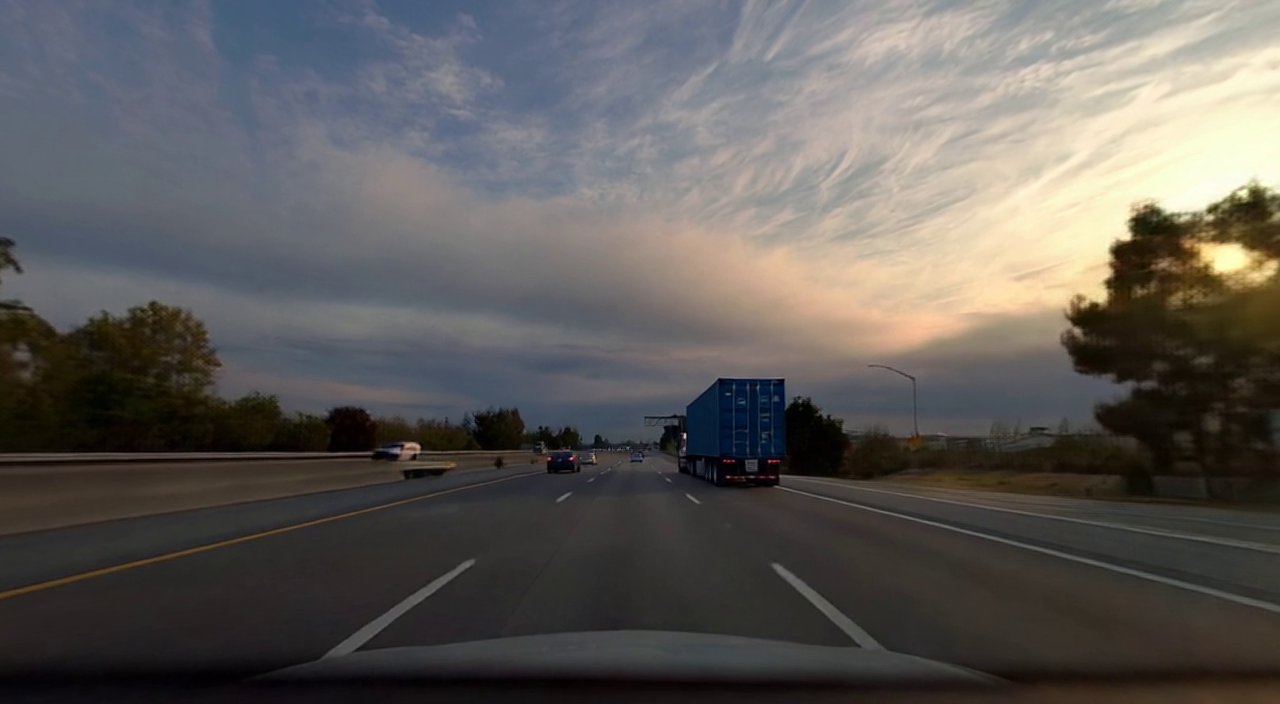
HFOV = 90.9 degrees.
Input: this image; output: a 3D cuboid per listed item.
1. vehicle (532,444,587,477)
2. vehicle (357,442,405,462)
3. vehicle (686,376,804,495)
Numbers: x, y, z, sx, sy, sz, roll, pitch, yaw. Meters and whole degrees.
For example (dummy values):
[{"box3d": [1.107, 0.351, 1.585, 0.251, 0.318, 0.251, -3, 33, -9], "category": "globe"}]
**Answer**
[{"box3d": [-4.330, 5.941, 34.808, 2.370, 1.647, 5.091, 0, -9, 0], "category": "vehicle"}, {"box3d": [-20.202, 7.842, 49.293, 1.828, 1.455, 4.660, 0, -9, -1], "category": "vehicle"}, {"box3d": [4.044, 3.836, 28.017, 2.821, 4.046, 12.876, 0, -9, -1], "category": "vehicle"}]
